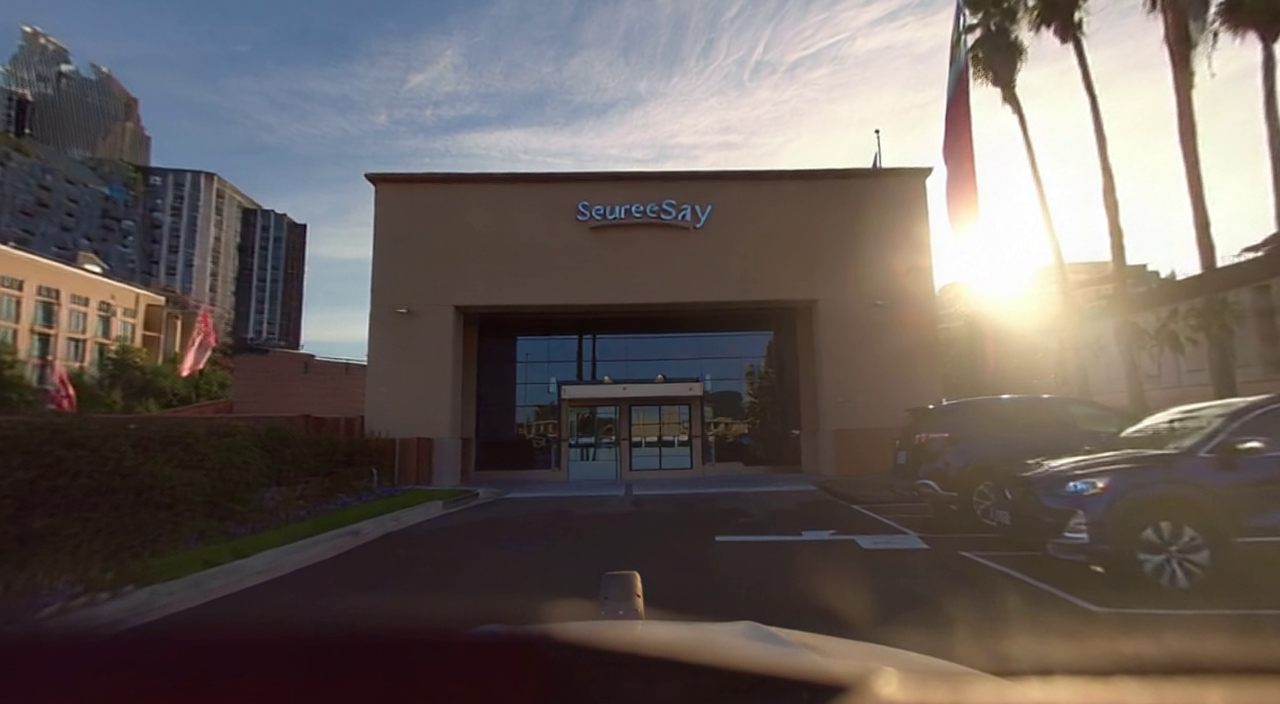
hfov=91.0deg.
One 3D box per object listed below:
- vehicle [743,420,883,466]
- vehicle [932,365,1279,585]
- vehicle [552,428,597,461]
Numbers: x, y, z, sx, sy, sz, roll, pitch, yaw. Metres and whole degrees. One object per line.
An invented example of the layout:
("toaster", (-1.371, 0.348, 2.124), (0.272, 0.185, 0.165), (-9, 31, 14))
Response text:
("vehicle", (6.958, 3.763, 25.856), (5.254, 1.793, 1.998), (-1, -9, 8))
("vehicle", (5.541, 1.097, 5.934), (4.567, 1.723, 1.926), (-1, -9, 4))
("vehicle", (-4.143, 5.881, 40.308), (1.943, 1.890, 4.472), (1, -7, 6))
